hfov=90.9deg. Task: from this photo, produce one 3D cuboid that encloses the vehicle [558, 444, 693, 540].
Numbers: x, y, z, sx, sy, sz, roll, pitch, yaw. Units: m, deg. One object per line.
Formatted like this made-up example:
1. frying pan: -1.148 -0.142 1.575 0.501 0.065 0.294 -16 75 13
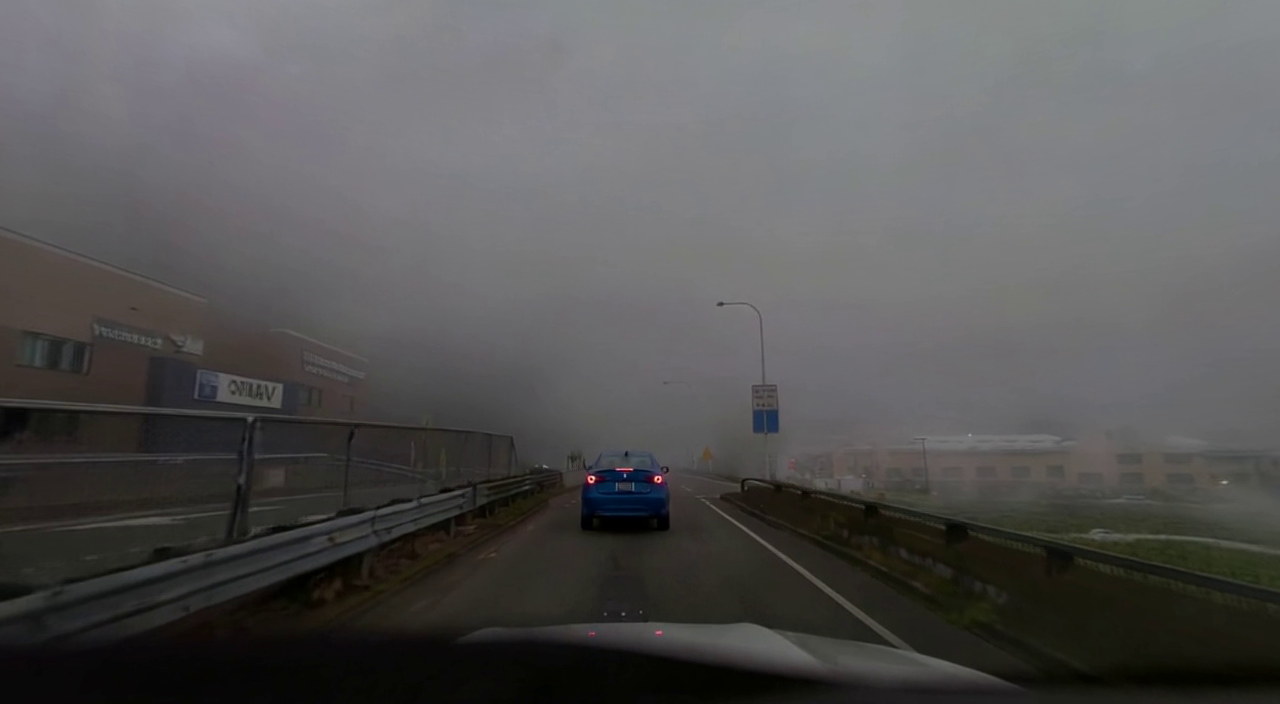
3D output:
1. vehicle: -0.227 2.465 11.715 2.063 1.442 3.933 0 -9 0
